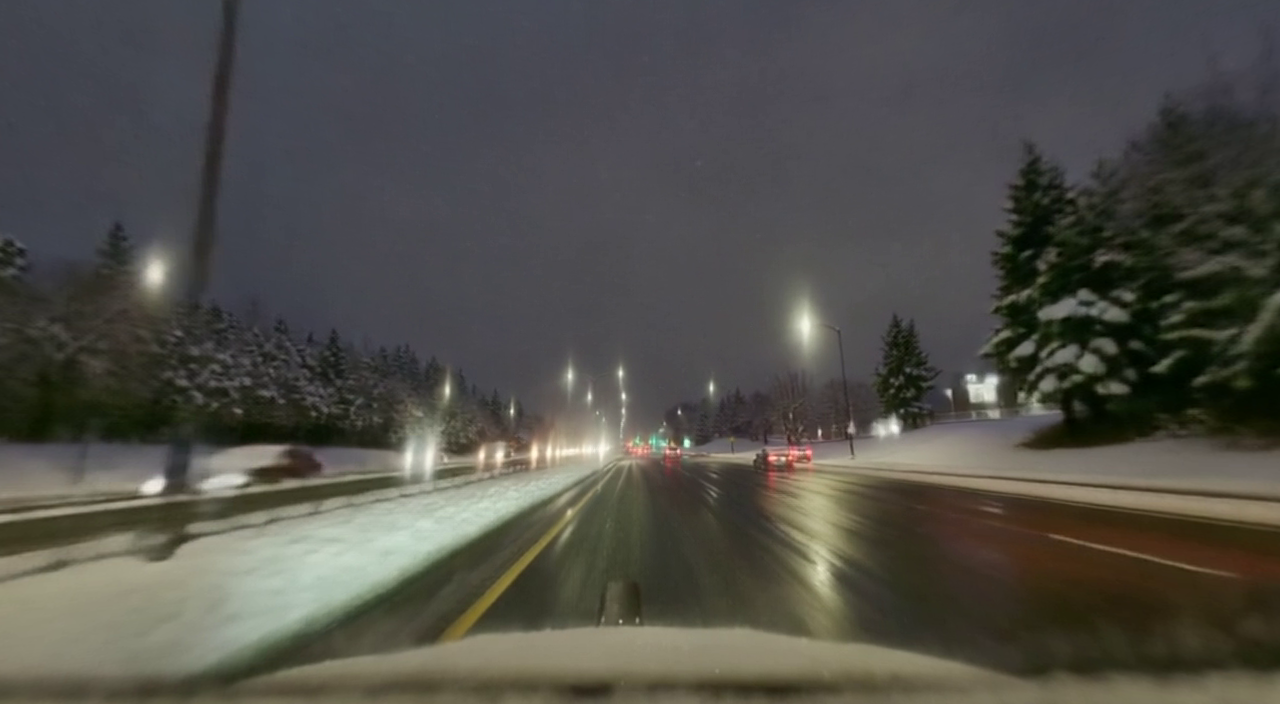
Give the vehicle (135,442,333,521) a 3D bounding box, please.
[{"bbox_3d":[-10.111,3.196,16.313,1.998,1.682,4.658,0,-8,0],"label":"vehicle"}]
